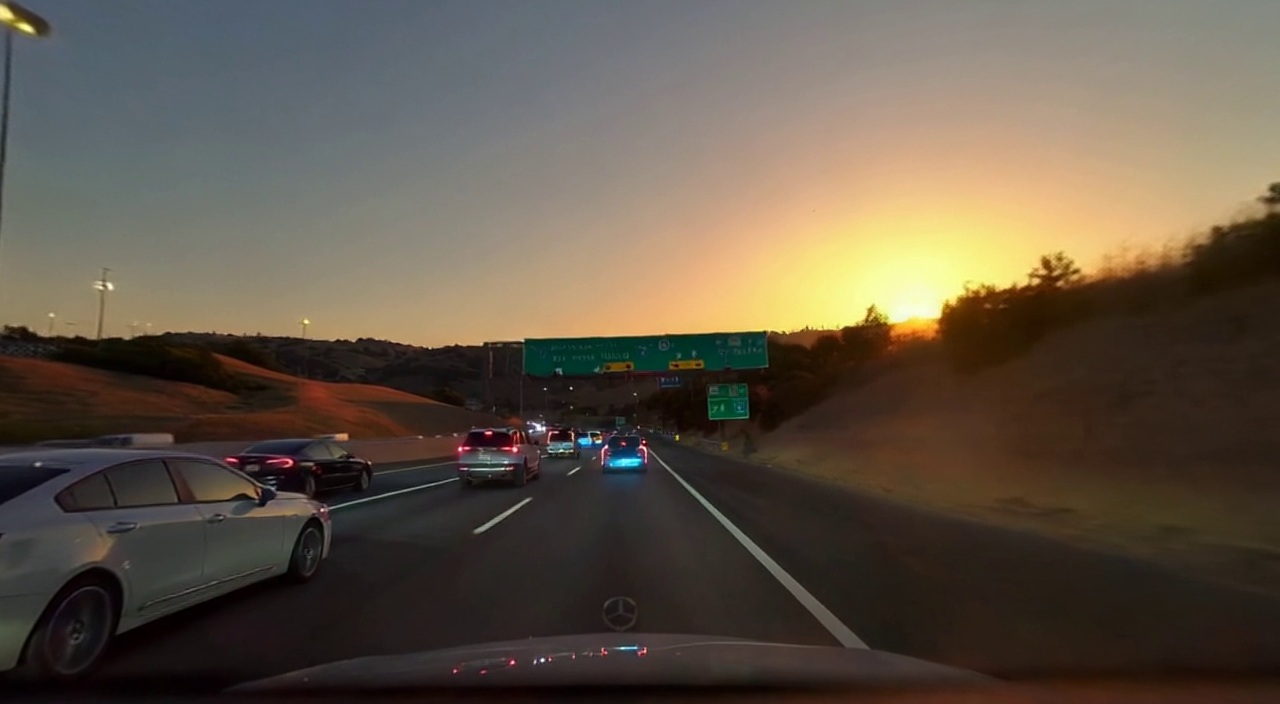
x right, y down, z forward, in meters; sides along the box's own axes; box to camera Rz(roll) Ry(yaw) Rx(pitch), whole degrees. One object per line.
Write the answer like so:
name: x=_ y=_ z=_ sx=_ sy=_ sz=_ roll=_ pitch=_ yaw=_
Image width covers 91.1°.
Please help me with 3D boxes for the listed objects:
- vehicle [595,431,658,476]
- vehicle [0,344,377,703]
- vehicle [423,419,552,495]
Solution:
vehicle: x=-0.466 y=3.630 z=22.770 sx=2.070 sy=1.452 sz=3.834 roll=0 pitch=-8 yaw=0
vehicle: x=-3.857 y=1.052 z=4.437 sx=2.107 sy=1.703 sz=4.274 roll=0 pitch=-8 yaw=0
vehicle: x=-3.779 y=2.692 z=16.563 sx=2.154 sy=1.690 sz=4.595 roll=0 pitch=-8 yaw=1
